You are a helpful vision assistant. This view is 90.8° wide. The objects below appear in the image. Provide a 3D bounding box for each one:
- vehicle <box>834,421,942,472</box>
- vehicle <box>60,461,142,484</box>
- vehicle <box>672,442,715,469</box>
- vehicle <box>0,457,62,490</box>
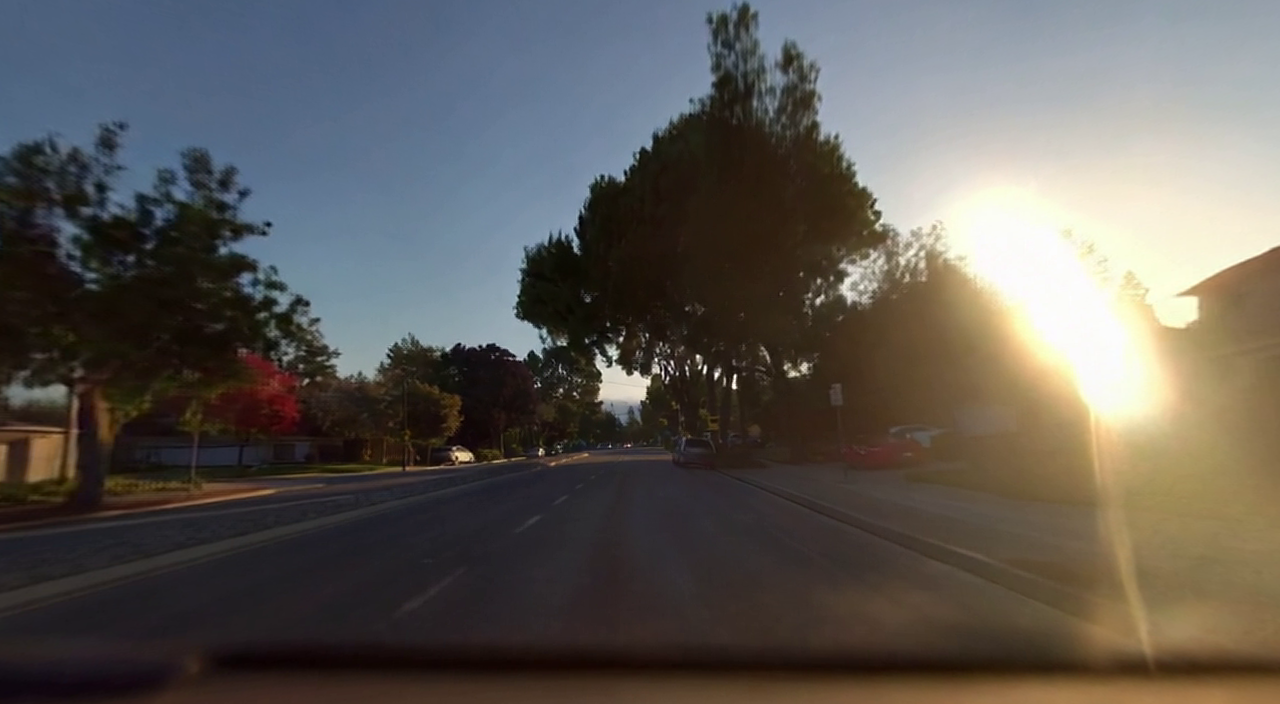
[{"bbox_3d":[9.370,3.615,24.467,1.971,1.641,5.191,-4,-7,-1],"label":"vehicle"},{"bbox_3d":[-41.388,9.260,48.571,4.463,1.651,1.947,0,-8,0],"label":"vehicle"},{"bbox_3d":[3.133,6.185,38.047,2.037,1.518,4.904,0,-8,-2],"label":"vehicle"},{"bbox_3d":[-46.954,9.305,48.360,3.032,2.323,2.110,2,-8,-4],"label":"vehicle"}]
